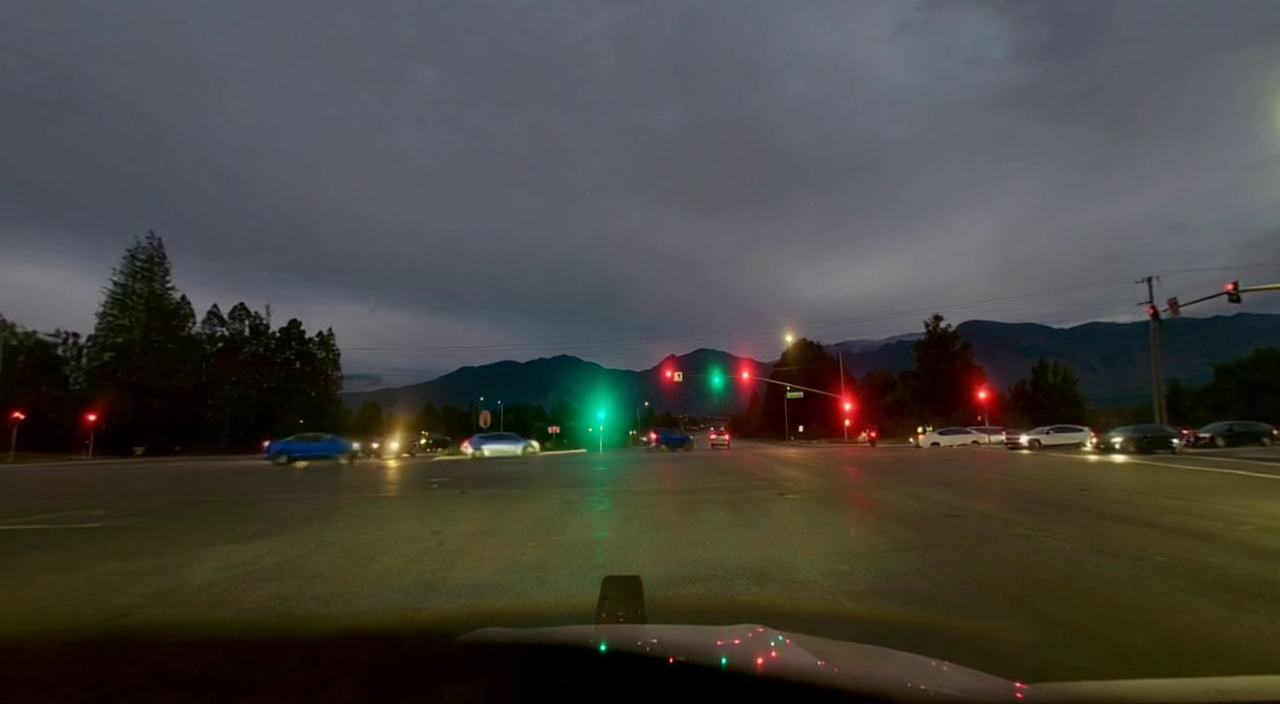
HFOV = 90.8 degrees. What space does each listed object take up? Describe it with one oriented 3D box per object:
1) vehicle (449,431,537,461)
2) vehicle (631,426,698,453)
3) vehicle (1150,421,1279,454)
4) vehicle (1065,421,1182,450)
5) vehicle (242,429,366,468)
[{"bbox_3d":[-7.979,5.084,34.316,4.218,1.542,2.044,4,-9,-28],"label":"vehicle"},{"bbox_3d":[1.813,6.197,44.682,2.246,1.805,5.228,-6,-10,35],"label":"vehicle"},{"bbox_3d":[27.305,4.035,29.801,4.778,1.495,1.959,0,-8,0],"label":"vehicle"},{"bbox_3d":[28.360,4.928,37.217,5.100,1.680,2.055,0,-8,2],"label":"vehicle"},{"bbox_3d":[-16.013,4.636,30.415,4.812,1.735,2.105,2,-9,-15],"label":"vehicle"}]
